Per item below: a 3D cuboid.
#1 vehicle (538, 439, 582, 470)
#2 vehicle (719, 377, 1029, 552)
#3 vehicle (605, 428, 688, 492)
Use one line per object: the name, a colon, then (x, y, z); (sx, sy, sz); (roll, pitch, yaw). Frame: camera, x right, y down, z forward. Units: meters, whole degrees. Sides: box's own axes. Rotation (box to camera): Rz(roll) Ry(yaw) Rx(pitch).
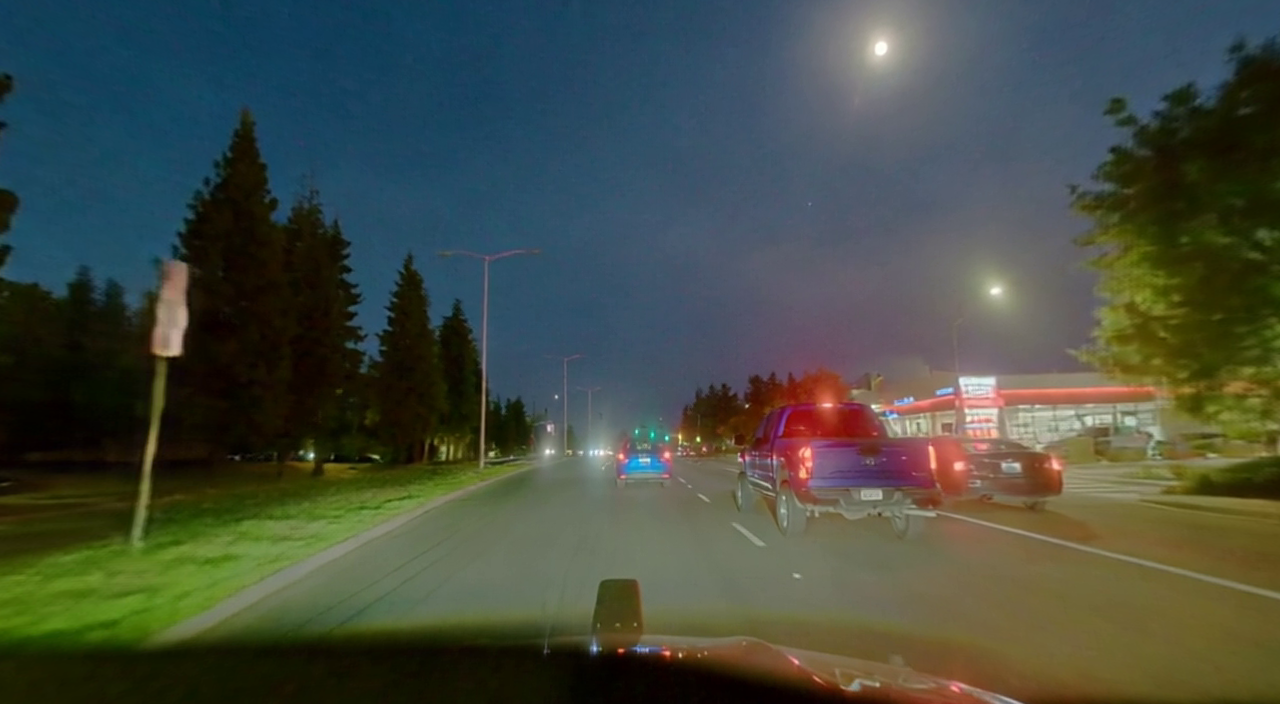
vehicle: (-3.980, 5.207, 32.069); (1.960, 1.475, 4.161); (1, -9, -4)
vehicle: (3.234, 1.806, 10.728); (2.731, 2.101, 6.047); (1, -8, -3)
vehicle: (0.126, 3.097, 18.351); (2.145, 1.650, 4.021); (0, -8, -1)
